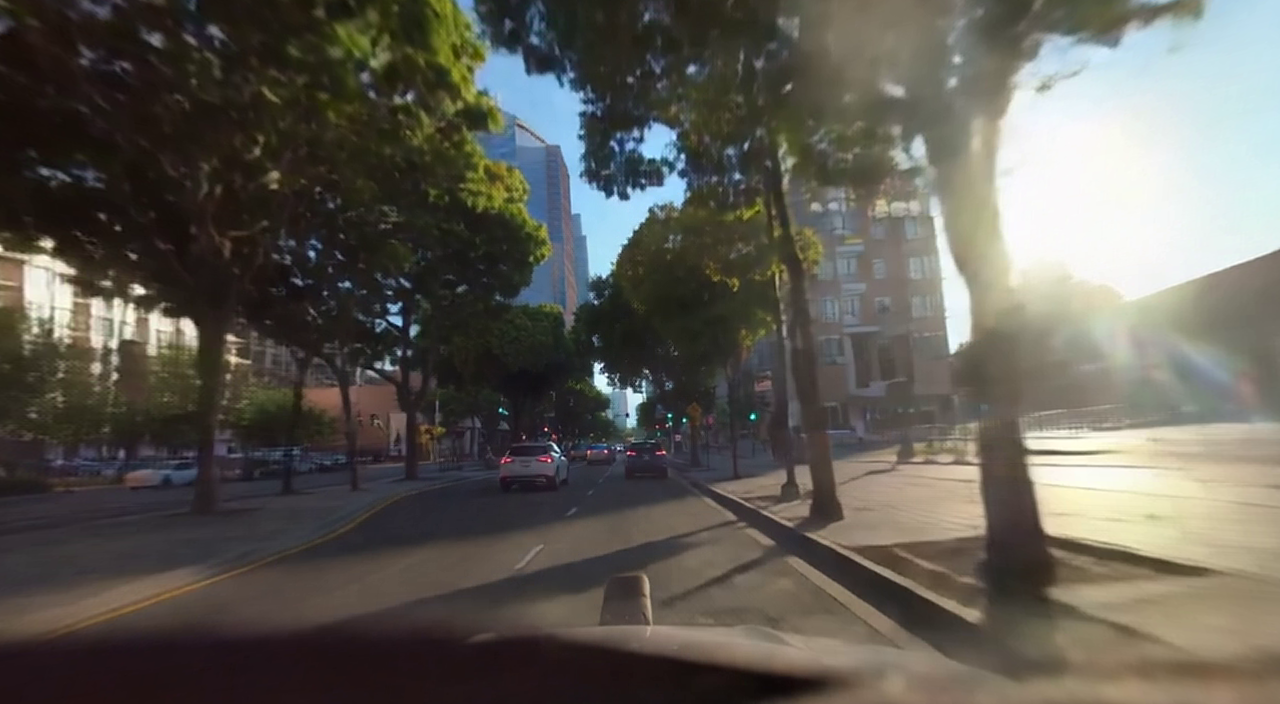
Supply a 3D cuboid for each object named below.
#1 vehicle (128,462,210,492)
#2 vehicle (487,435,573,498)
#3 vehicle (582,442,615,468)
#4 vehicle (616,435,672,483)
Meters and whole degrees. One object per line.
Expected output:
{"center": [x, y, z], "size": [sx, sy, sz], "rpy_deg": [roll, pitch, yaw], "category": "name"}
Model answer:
{"center": [-31.104, 8.233, 41.810], "size": [1.929, 1.671, 4.597], "rpy_deg": [0, -8, -2], "category": "vehicle"}
{"center": [-3.296, 3.502, 19.620], "size": [1.940, 1.722, 3.823], "rpy_deg": [0, -8, 1], "category": "vehicle"}
{"center": [-3.065, 7.697, 47.377], "size": [2.220, 1.847, 4.587], "rpy_deg": [0, -8, 0], "category": "vehicle"}
{"center": [0.147, 4.323, 25.743], "size": [2.120, 1.758, 3.917], "rpy_deg": [0, -8, 0], "category": "vehicle"}
